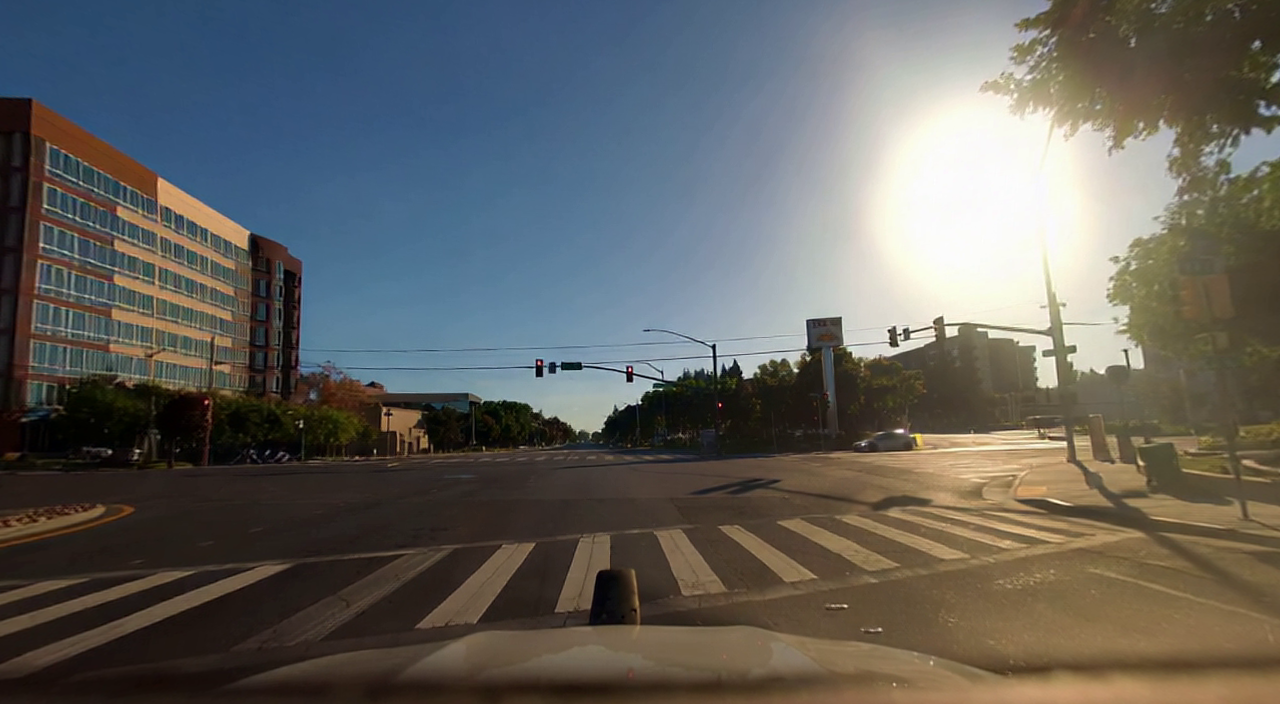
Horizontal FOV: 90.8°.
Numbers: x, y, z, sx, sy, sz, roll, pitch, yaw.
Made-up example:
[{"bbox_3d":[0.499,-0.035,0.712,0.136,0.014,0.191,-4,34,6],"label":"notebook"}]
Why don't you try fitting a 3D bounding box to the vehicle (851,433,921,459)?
[{"bbox_3d":[17.621,6.738,45.235,4.600,1.783,1.970,4,-10,-26],"label":"vehicle"}]
